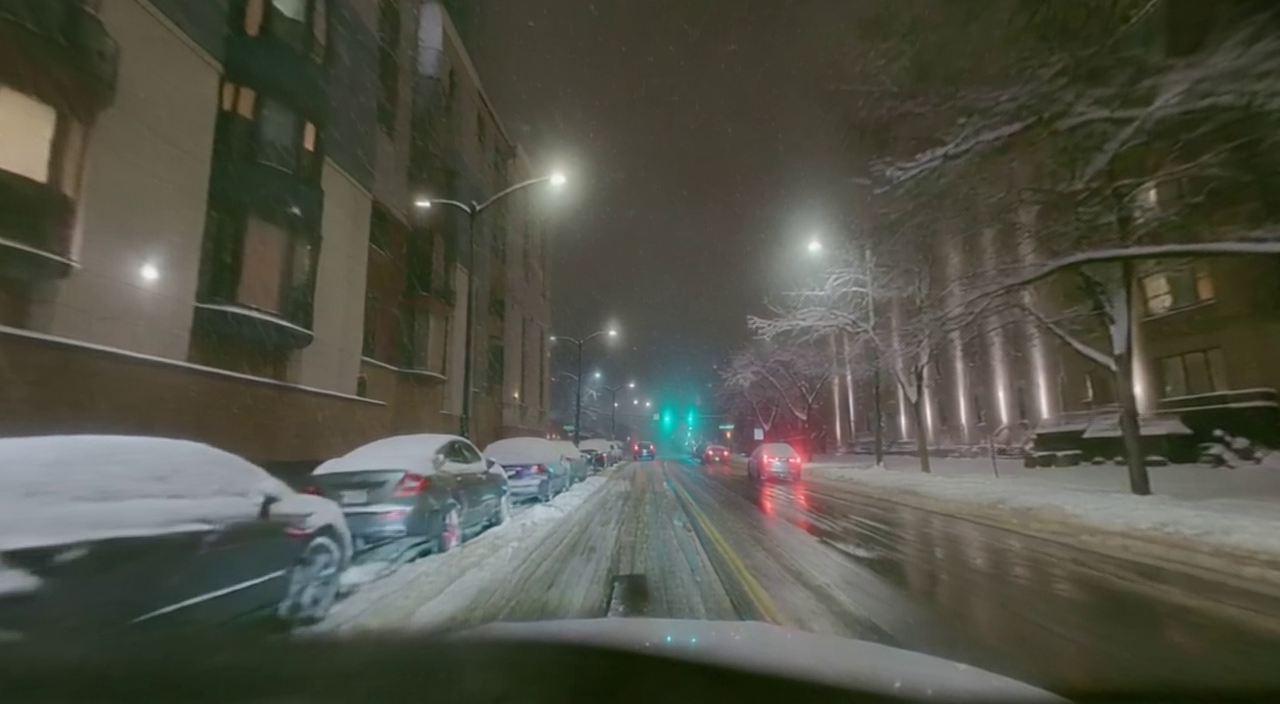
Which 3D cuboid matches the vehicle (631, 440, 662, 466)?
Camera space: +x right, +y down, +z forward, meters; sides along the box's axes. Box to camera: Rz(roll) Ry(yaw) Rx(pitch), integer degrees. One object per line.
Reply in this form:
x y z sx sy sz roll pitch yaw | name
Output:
0.497 7.071 44.324 2.122 1.689 3.885 0 -8 2 | vehicle

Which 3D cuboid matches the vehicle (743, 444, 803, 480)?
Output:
5.720 4.759 27.489 1.799 1.463 3.464 0 -8 -1 | vehicle

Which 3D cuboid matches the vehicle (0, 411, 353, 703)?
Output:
-3.215 1.026 2.712 1.810 1.473 4.232 -1 -8 2 | vehicle
